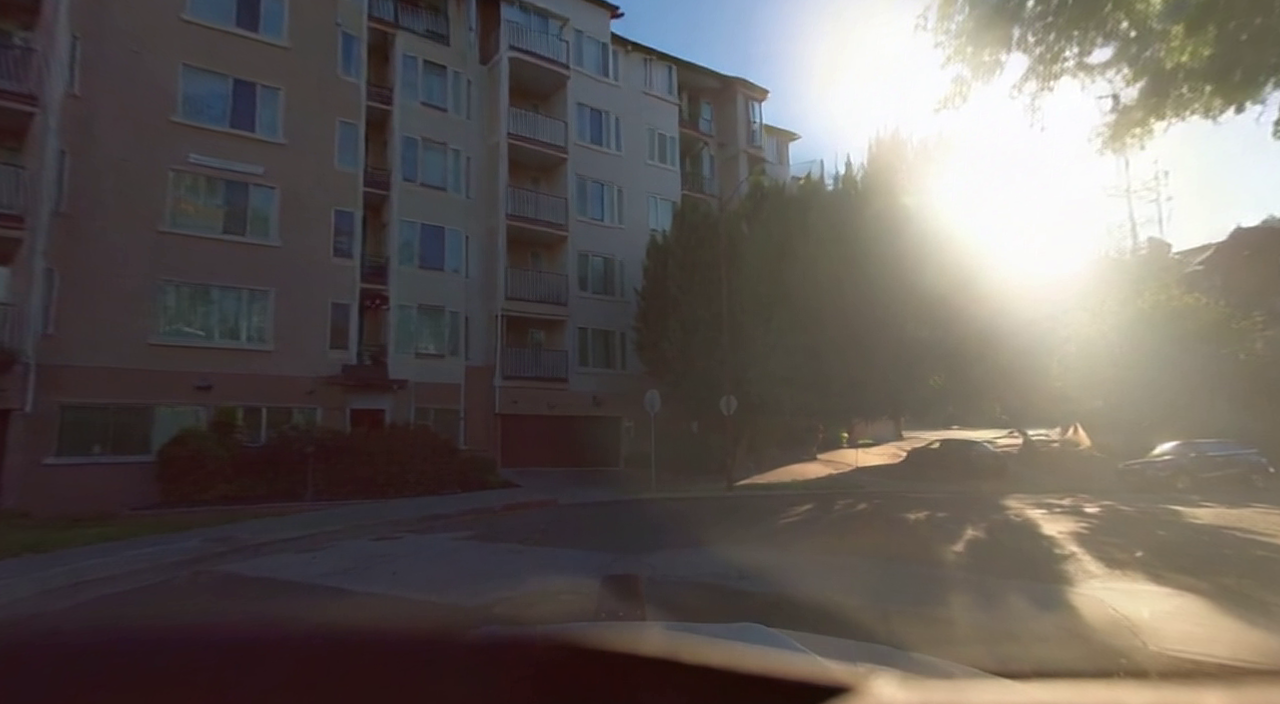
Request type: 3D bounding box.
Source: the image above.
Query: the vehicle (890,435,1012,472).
[{"bbox_3d":[13.327,4.337,27.097,4.714,1.458,1.812,3,-9,-18],"label":"vehicle"}]

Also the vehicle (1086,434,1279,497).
[{"bbox_3d":[16.226,3.334,18.752,4.584,1.744,1.946,1,-9,-6],"label":"vehicle"}]
